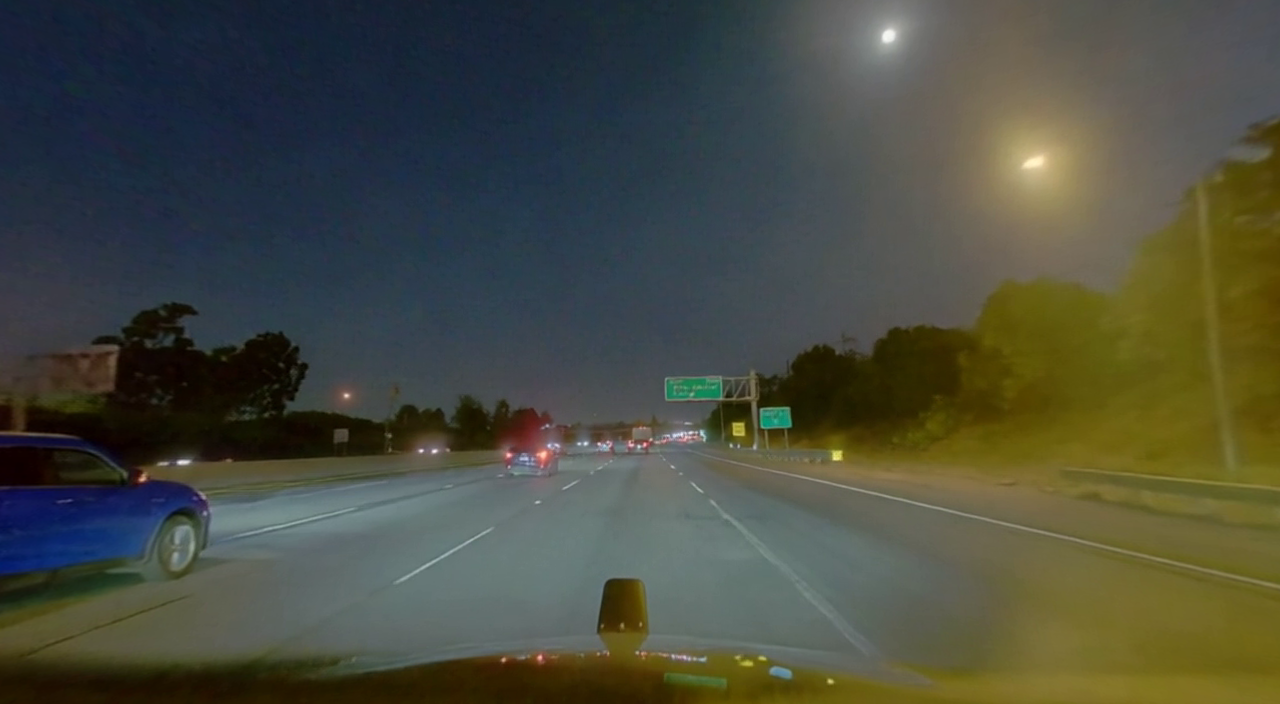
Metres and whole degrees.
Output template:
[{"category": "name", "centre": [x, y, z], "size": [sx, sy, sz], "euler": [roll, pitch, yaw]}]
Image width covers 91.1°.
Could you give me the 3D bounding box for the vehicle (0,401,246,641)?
[{"category": "vehicle", "centre": [-5.384, 1.258, 4.968], "size": [1.969, 1.633, 3.962], "euler": [0, -8, -1]}]

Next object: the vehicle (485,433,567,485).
[{"category": "vehicle", "centre": [-4.030, 3.866, 23.005], "size": [2.154, 1.693, 4.394], "euler": [0, -8, 1]}]
